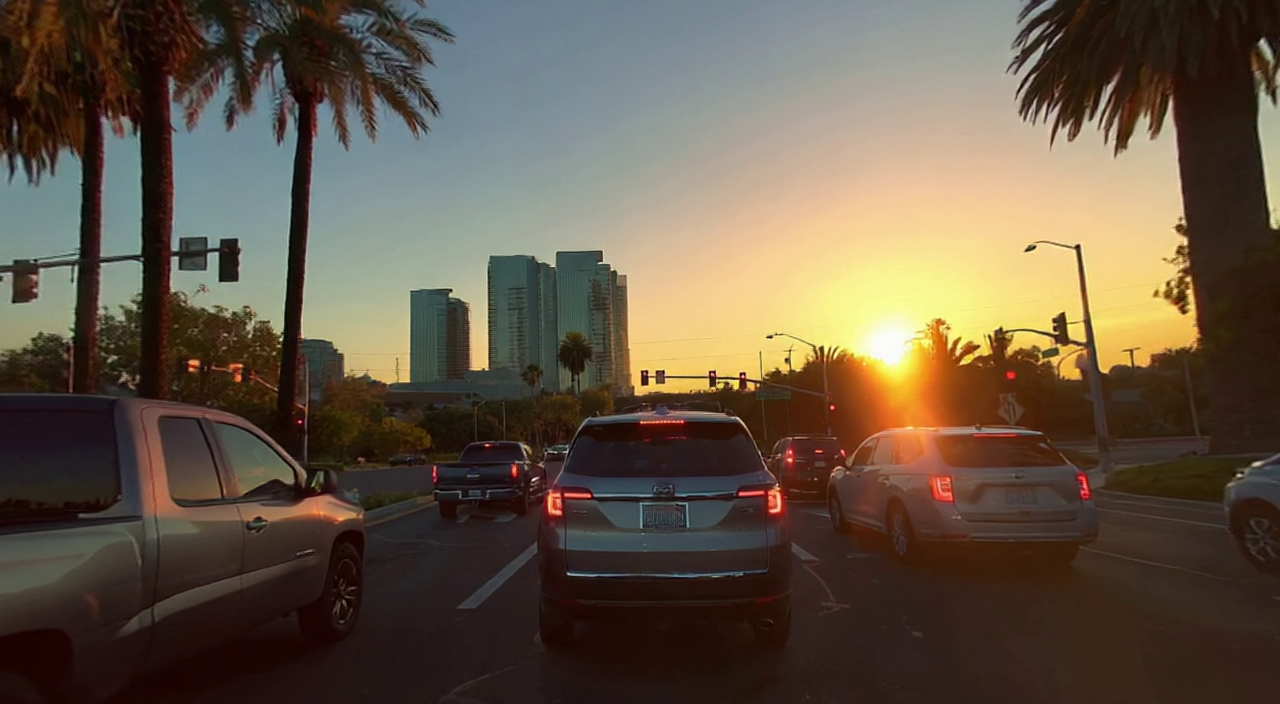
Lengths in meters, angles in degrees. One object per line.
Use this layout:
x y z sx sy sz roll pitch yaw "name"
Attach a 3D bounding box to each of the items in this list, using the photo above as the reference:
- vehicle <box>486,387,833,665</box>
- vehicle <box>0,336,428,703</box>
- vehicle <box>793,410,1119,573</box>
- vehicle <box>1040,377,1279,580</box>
0.143 1.373 6.011 2.123 1.704 4.128 0 -9 1 "vehicle"
-3.173 1.085 3.885 2.171 1.702 4.416 0 -9 0 "vehicle"
3.987 1.864 9.286 2.072 1.704 5.170 0 -8 -1 "vehicle"
7.311 1.318 6.690 2.337 1.925 5.728 0 -8 0 "vehicle"
